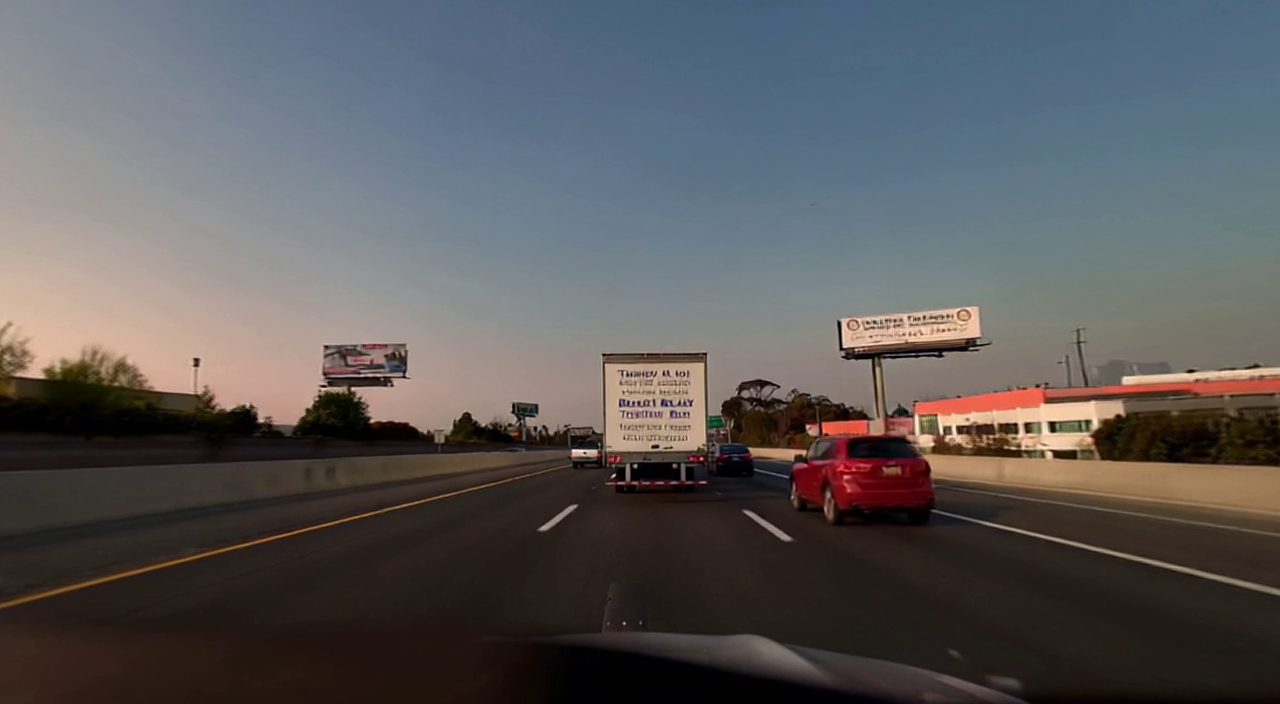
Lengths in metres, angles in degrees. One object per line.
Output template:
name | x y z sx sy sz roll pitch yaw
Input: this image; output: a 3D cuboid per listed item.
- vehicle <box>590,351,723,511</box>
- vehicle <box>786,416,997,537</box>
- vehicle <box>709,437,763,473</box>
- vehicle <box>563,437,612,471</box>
vehicle | 0.397 2.239 17.449 2.733 3.296 8.571 0 -8 1
vehicle | 4.124 2.104 11.274 1.986 1.718 4.296 0 -8 0
vehicle | 4.817 5.250 32.299 2.066 1.692 4.339 0 -8 0
vehicle | -2.802 5.617 34.910 2.030 1.757 4.509 -1 -8 4
